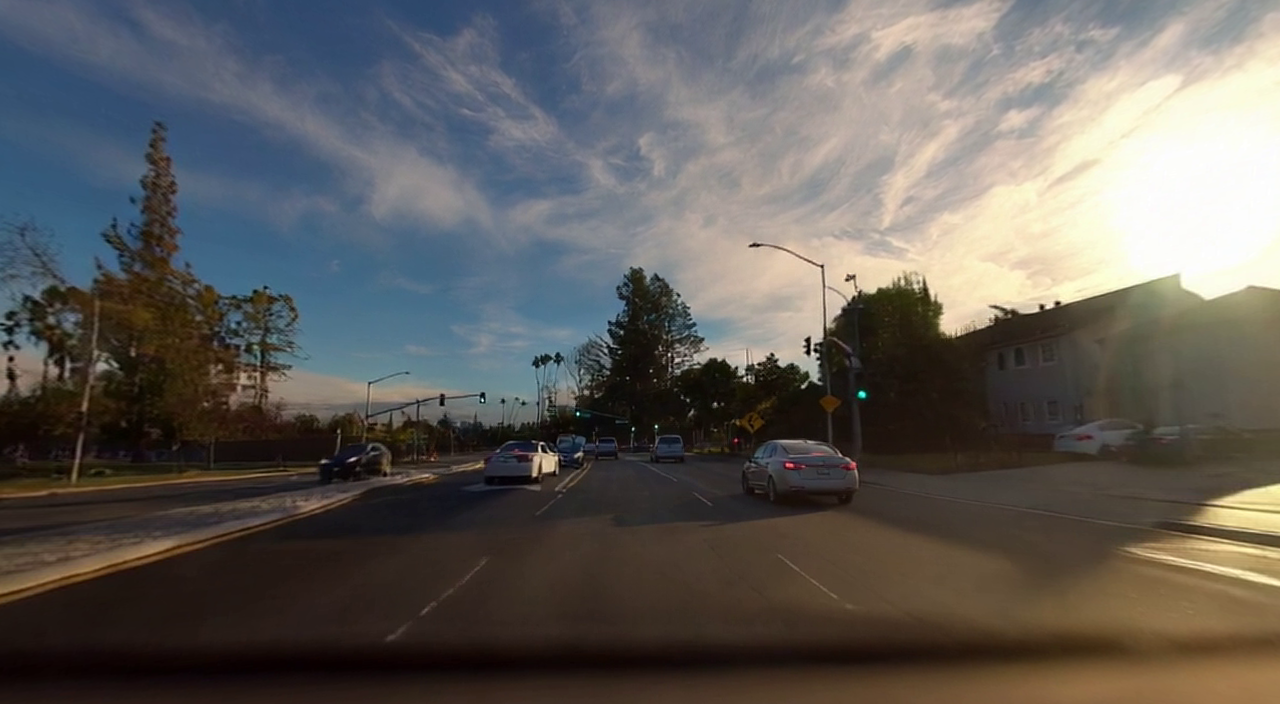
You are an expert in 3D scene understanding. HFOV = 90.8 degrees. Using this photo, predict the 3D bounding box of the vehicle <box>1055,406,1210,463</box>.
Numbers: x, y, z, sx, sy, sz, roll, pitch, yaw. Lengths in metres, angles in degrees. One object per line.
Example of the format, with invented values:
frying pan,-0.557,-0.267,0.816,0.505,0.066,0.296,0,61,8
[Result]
vehicle,19.418,3.267,24.943,5.335,2.053,2.123,3,-9,-20

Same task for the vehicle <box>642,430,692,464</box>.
vehicle,1.608,6.042,40.298,2.391,1.960,5.600,1,-8,-5

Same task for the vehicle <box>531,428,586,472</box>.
vehicle,-3.868,4.819,31.214,2.354,1.948,6.355,0,-8,-4

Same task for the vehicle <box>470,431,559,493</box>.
vehicle,-3.547,3.175,18.606,1.922,1.577,4.140,0,-8,-2

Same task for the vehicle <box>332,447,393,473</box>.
vehicle,-16.625,6.454,38.099,2.004,1.465,4.300,0,-8,-4

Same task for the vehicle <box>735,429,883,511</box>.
vehicle,3.419,2.467,13.687,1.870,1.491,4.009,0,-8,-3

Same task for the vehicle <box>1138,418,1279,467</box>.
vehicle,19.635,3.072,21.605,4.372,1.425,1.833,0,-8,-18

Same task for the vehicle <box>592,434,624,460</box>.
vehicle,-2.462,7.269,48.172,2.164,1.867,4.254,1,-8,-6
